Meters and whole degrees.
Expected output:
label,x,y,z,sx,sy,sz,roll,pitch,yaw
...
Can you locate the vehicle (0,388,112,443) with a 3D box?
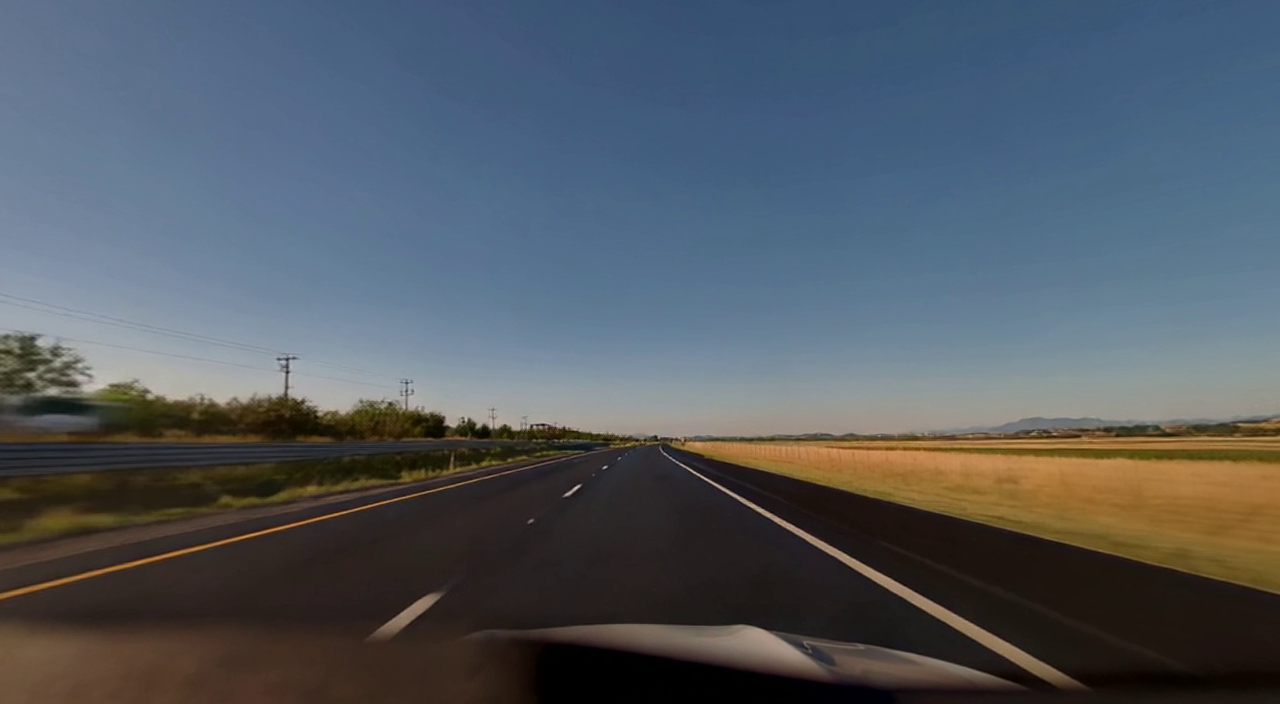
label,x,y,z,sx,sy,sz,roll,pitch,yaw
vehicle,-19.800,2.098,20.111,1.846,1.589,4.483,0,-8,0
